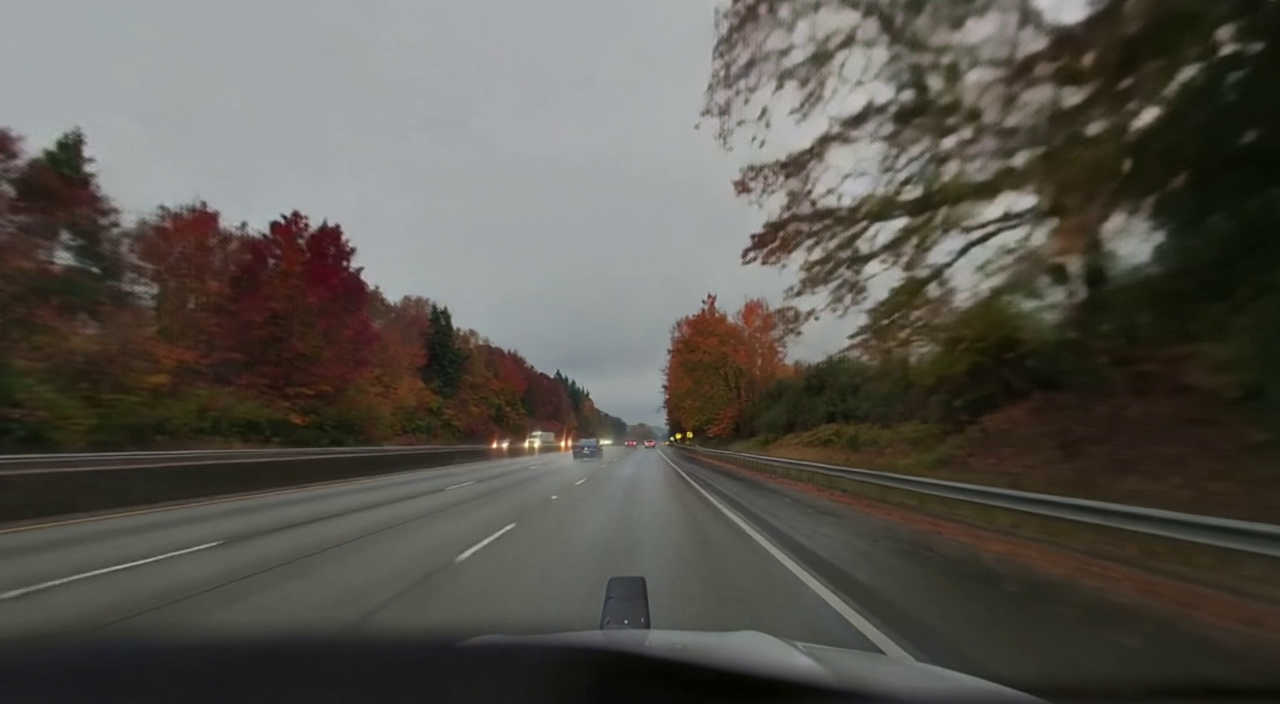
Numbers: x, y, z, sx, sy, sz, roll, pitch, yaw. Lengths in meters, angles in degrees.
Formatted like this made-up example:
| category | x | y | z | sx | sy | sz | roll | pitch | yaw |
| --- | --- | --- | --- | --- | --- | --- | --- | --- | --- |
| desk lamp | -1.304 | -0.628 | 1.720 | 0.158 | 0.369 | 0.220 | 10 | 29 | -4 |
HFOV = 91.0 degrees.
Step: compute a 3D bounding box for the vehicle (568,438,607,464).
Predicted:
| category | x | y | z | sx | sy | sz | roll | pitch | yaw |
| --- | --- | --- | --- | --- | --- | --- | --- | --- | --- |
| vehicle | -3.447 | 6.566 | 41.844 | 2.123 | 1.643 | 4.479 | 0 | -8 | 1 |
